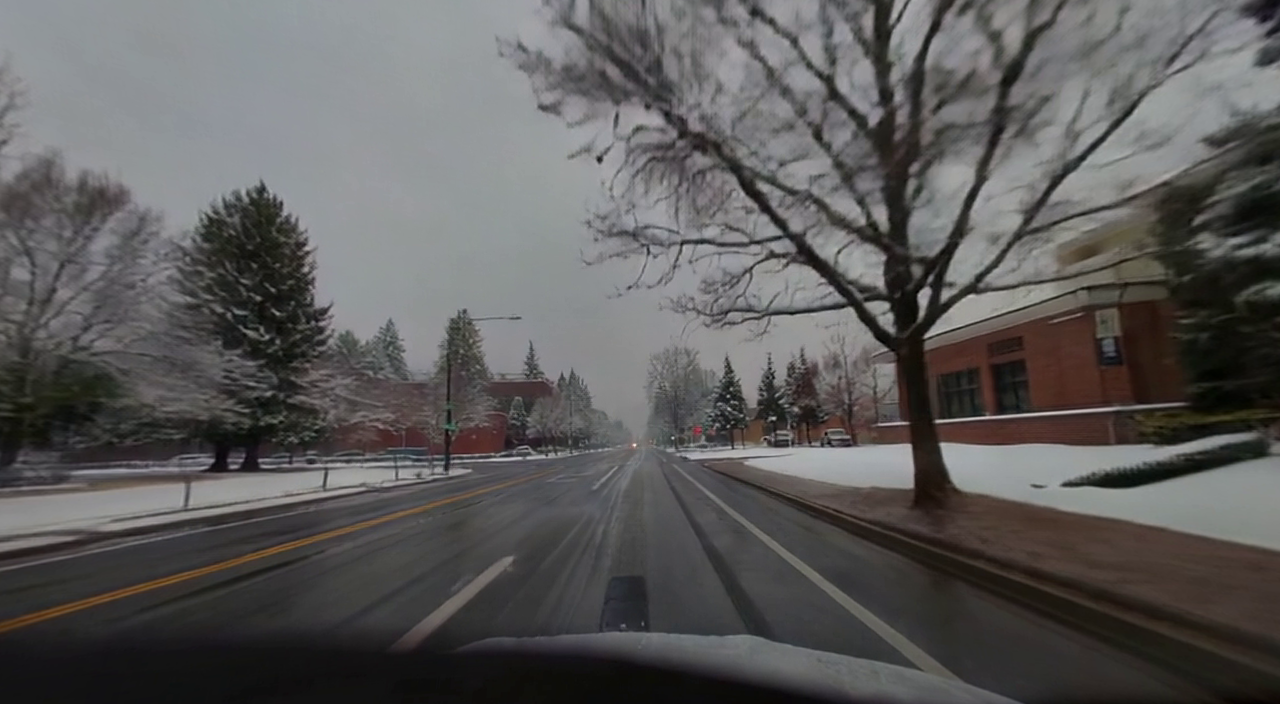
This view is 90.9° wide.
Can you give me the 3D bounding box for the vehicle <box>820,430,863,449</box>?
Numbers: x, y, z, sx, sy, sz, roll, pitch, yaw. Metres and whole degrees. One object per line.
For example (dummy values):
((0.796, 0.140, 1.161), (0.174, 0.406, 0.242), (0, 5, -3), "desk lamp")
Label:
((15.472, 6.777, 48.641), (1.866, 1.420, 4.447), (0, -9, -1), "vehicle")
